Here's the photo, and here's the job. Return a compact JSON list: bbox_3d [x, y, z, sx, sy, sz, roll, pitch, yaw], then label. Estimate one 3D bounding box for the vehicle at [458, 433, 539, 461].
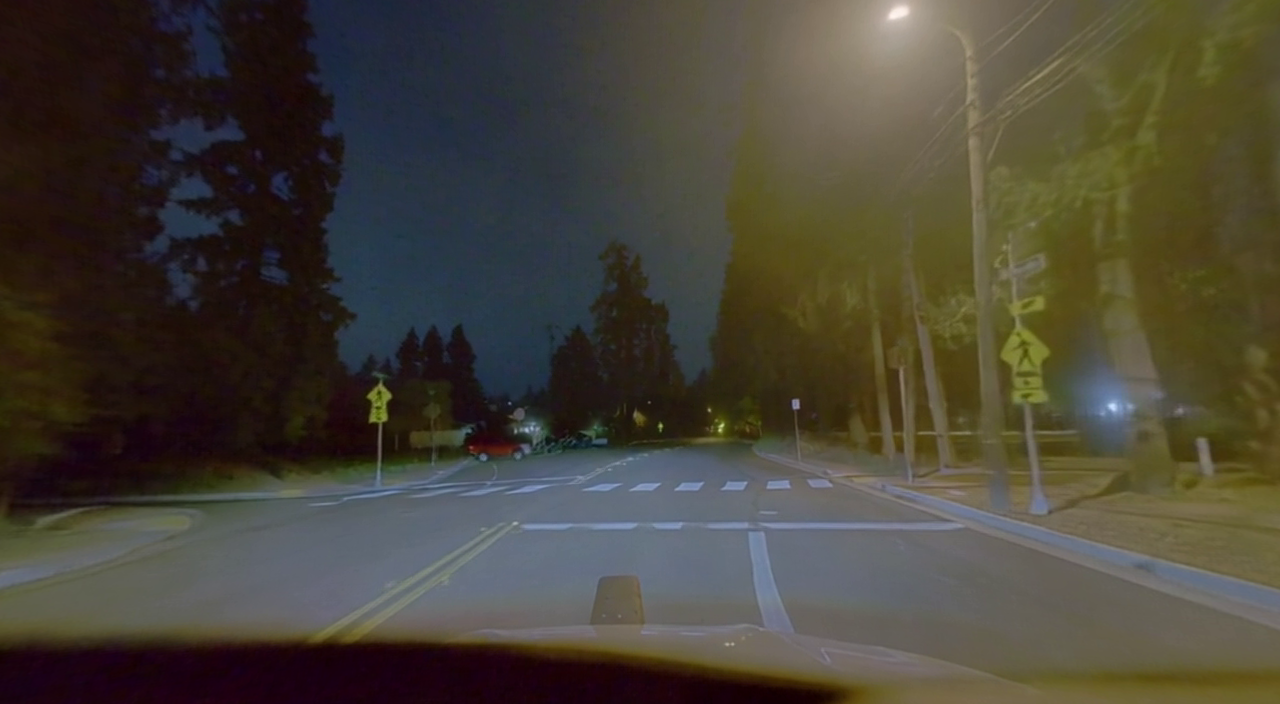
[{"bbox_3d":[-8.564,5.761,38.293,4.377,1.596,1.836,-2,-9,14],"label":"vehicle"}]
